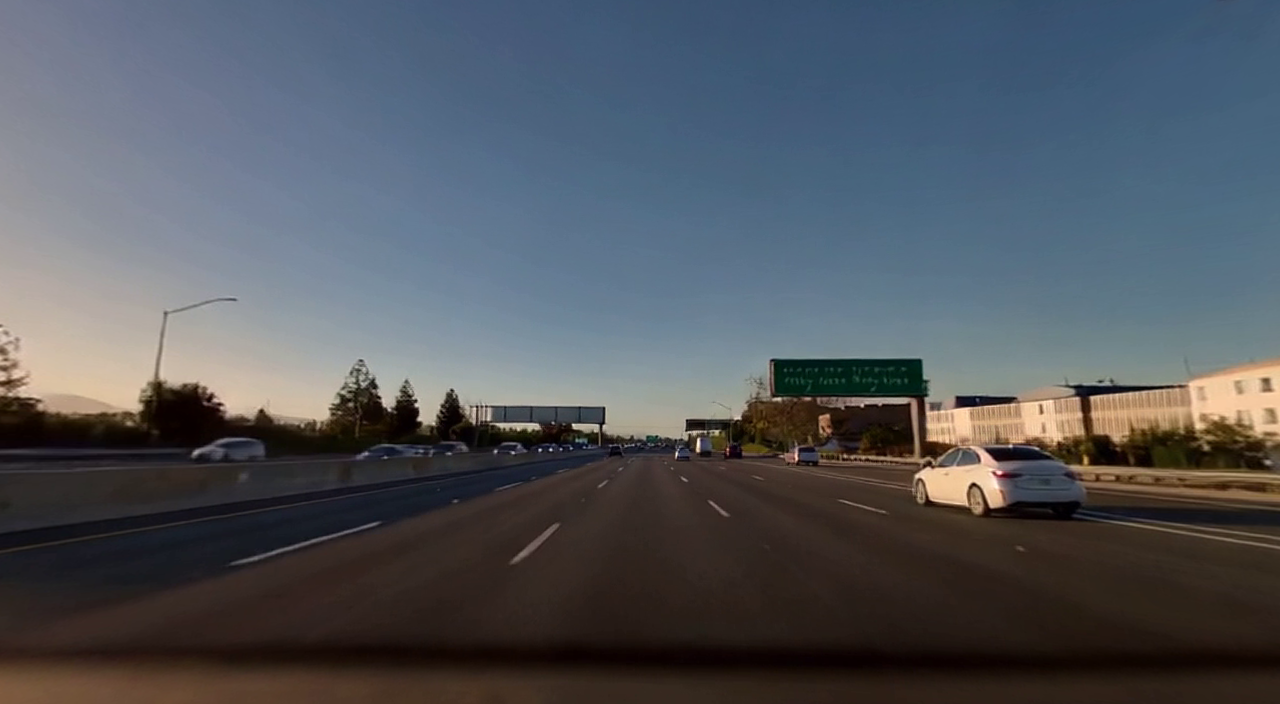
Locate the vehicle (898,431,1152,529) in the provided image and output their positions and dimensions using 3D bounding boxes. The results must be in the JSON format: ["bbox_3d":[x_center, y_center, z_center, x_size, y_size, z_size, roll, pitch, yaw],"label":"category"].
[{"bbox_3d":[7.136,2.402,12.487,2.071,1.543,4.702,0,-8,0],"label":"vehicle"}]

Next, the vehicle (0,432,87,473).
[{"bbox_3d":[-28.561,4.608,28.906,1.972,1.747,4.887,0,-8,0],"label":"vehicle"}]

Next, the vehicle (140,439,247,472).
[{"bbox_3d":[-21.853,5.086,31.151,1.845,1.487,4.627,0,-8,1],"label":"vehicle"}]

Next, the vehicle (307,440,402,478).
[{"bbox_3d":[-12.035,4.526,26.962,1.914,1.462,4.500,0,-8,1],"label":"vehicle"}]

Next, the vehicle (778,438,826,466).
[{"bbox_3d":[11.758,7.295,46.155,2.168,1.861,4.678,0,-8,-1],"label":"vehicle"}]
